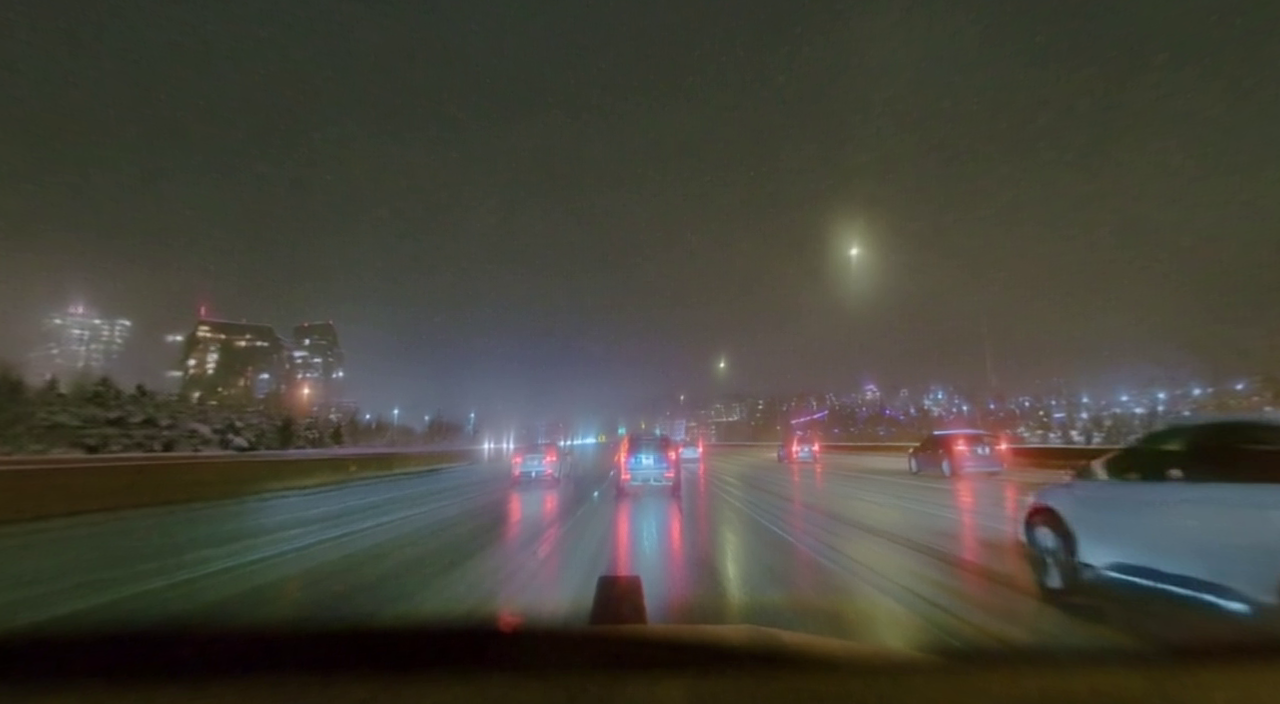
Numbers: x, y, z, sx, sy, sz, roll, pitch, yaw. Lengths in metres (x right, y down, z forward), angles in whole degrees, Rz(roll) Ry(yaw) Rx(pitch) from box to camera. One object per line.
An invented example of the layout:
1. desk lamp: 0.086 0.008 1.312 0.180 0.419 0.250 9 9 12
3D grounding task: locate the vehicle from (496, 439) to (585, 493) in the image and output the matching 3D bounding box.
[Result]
1. vehicle: -3.019 3.577 20.153 2.011 1.510 4.698 0 -9 1

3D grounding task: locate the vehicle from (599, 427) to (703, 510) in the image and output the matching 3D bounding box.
1. vehicle: 0.206 2.659 14.739 2.099 1.640 4.134 0 -9 0

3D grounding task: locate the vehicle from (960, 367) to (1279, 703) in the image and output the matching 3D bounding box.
1. vehicle: 4.075 0.991 3.599 2.210 1.625 4.249 0 -9 0
